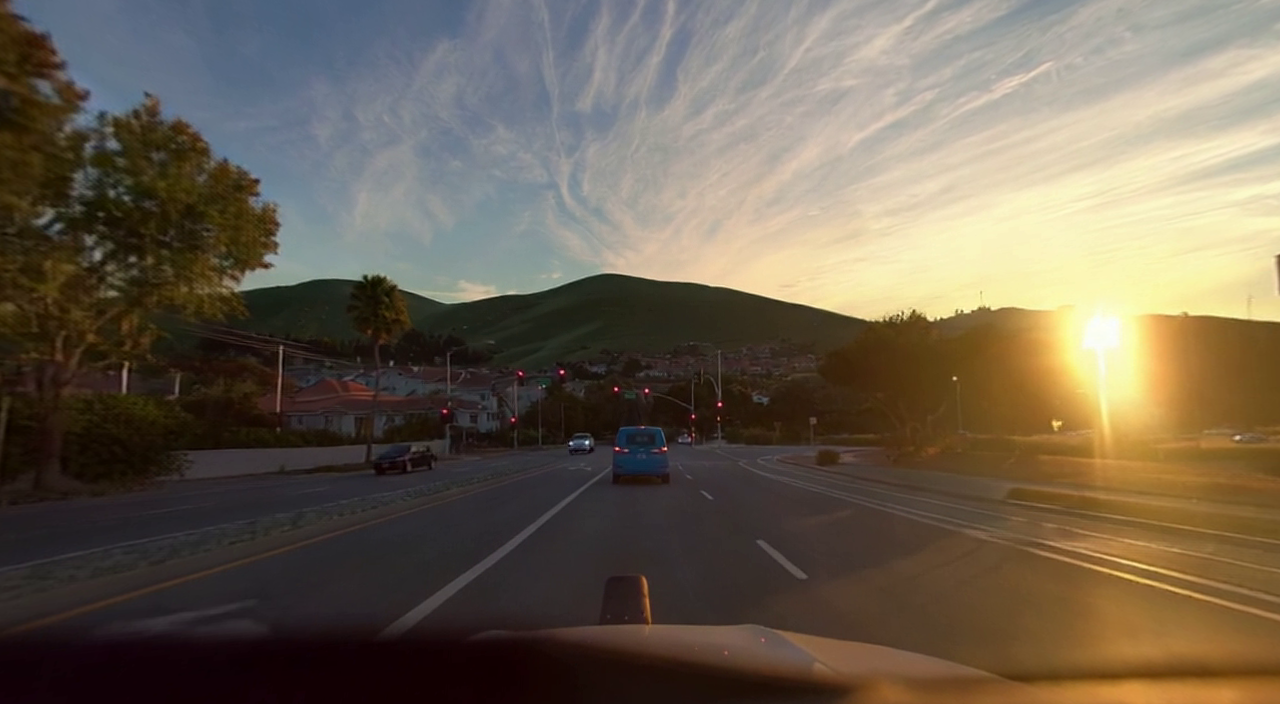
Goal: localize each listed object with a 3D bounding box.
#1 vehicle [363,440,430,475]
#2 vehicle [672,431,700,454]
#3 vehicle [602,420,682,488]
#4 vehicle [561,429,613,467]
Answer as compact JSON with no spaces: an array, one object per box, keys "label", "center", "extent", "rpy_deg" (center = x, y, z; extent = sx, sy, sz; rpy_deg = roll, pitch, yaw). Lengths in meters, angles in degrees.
[{"label":"vehicle","center":[-11.182,4.836,29.232],"extent":[1.991,1.469,4.596],"rpy_deg":[1,-9,-10]},{"label":"vehicle","center":[3.522,7.017,48.826],"extent":[1.817,1.662,3.843],"rpy_deg":[0,-9,-1]},{"label":"vehicle","center":[0.087,3.110,19.453],"extent":[2.185,1.822,4.391],"rpy_deg":[-1,-9,1]},{"label":"vehicle","center":[-2.608,4.882,32.105],"extent":[2.131,1.783,4.540],"rpy_deg":[-1,-9,1]}]
